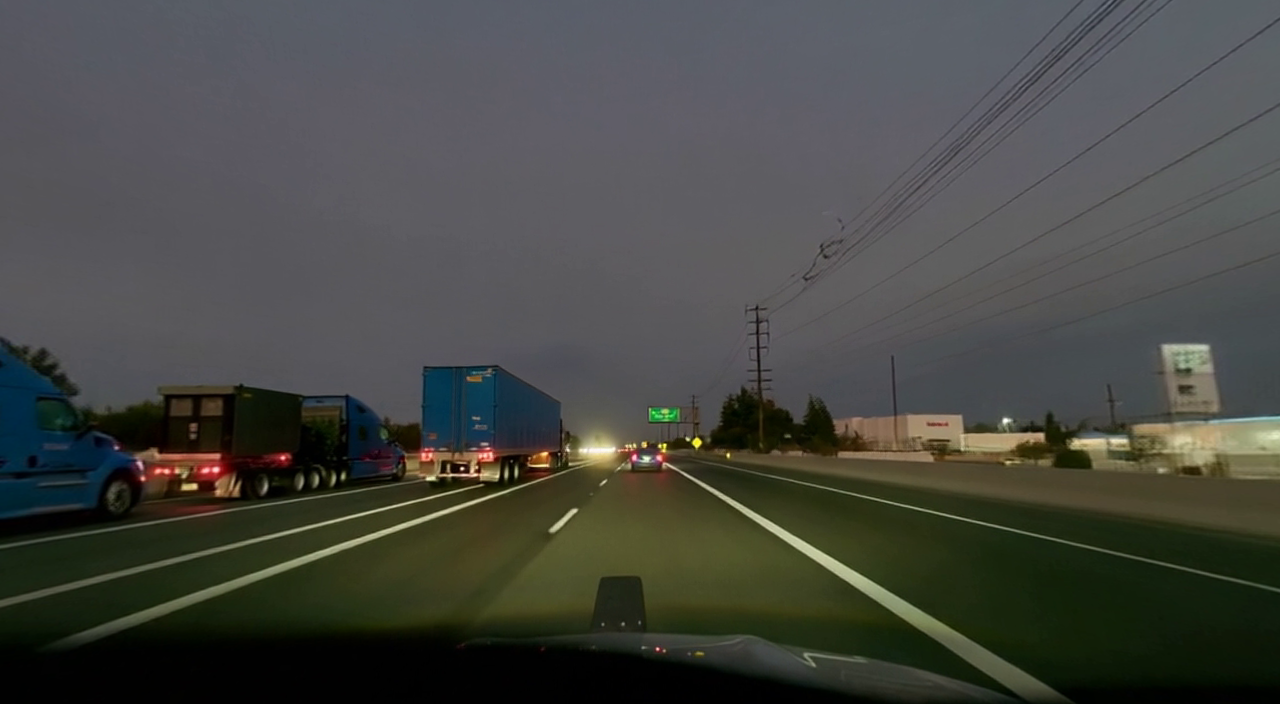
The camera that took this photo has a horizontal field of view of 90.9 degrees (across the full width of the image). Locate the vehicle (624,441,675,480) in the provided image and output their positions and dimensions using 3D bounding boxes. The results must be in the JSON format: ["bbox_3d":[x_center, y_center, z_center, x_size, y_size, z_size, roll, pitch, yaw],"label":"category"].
[{"bbox_3d":[0.352,4.662,27.386,2.055,1.514,4.323,0,-8,-1],"label":"vehicle"}]

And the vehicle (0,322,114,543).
[{"bbox_3d":[-10.639,0.898,7.357,2.722,3.172,7.167,0,-9,0],"label":"vehicle"}]

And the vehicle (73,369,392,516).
[{"bbox_3d":[-10.569,2.632,18.287,2.896,3.140,9.491,0,-9,0],"label":"vehicle"}]

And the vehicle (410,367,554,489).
[{"bbox_3d":[-6.311,3.660,28.838,2.907,4.081,15.311,0,-9,-1],"label":"vehicle"}]
